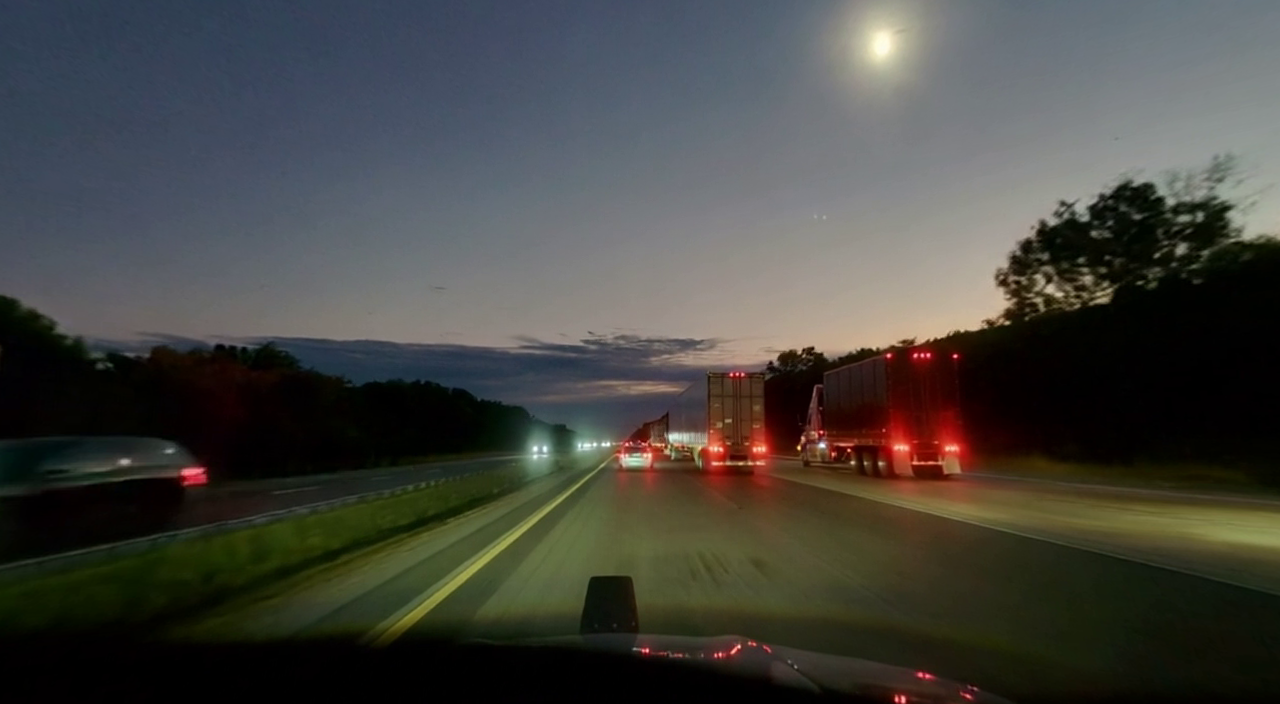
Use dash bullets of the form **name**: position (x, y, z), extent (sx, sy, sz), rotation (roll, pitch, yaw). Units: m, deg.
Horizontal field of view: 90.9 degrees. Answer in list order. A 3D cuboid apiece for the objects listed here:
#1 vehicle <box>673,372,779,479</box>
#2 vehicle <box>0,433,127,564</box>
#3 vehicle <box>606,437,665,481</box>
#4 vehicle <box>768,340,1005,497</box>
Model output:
- **vehicle**: position (3.671, 3.740, 31.249), extent (2.888, 4.099, 14.183), rotation (0, -8, -2)
- **vehicle**: position (-8.282, 1.673, 7.146), extent (1.841, 1.488, 3.664), rotation (0, -8, -1)
- **vehicle**: position (-0.207, 3.953, 23.660), extent (2.038, 1.477, 3.773), rotation (0, -8, -2)
- **vehicle**: position (7.894, 2.661, 23.628), extent (2.876, 4.111, 14.145), rotation (0, -8, -1)
